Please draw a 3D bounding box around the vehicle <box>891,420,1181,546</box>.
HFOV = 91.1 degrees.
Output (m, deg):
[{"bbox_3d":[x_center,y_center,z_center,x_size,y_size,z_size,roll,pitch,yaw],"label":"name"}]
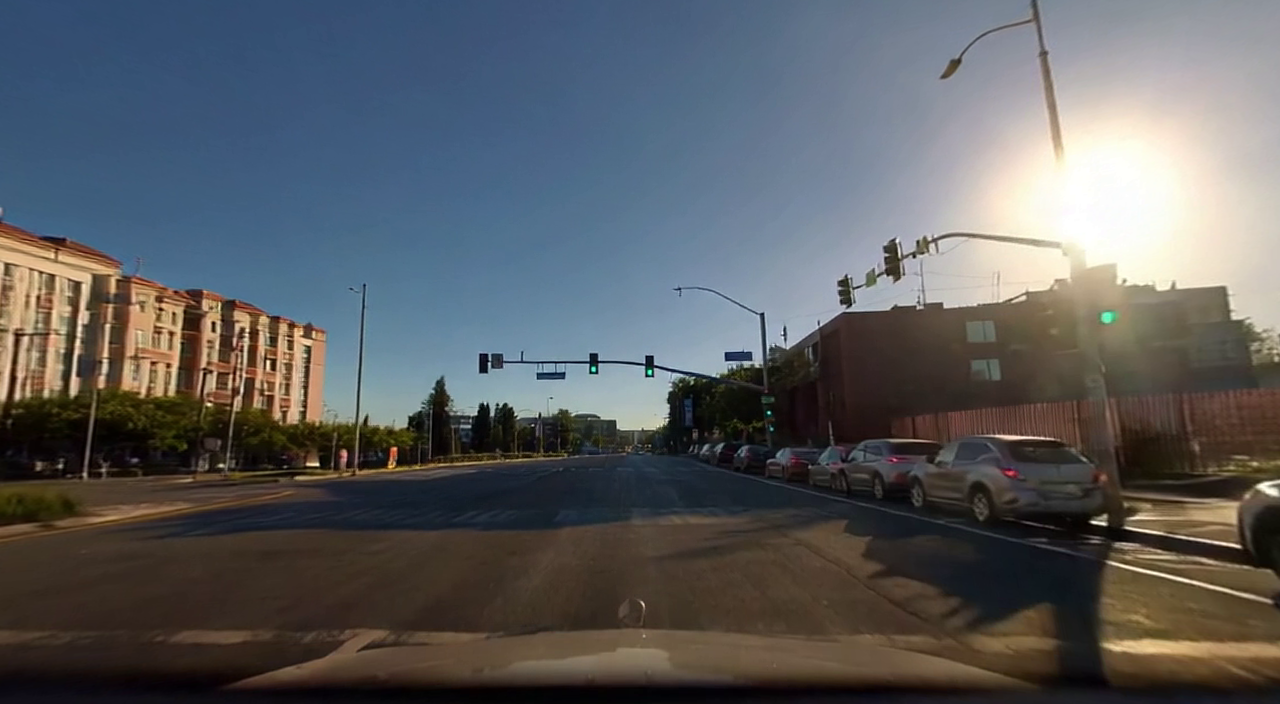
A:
[{"bbox_3d":[6.495,2.194,11.204,1.984,1.751,4.759,0,-9,-1],"label":"vehicle"}]
